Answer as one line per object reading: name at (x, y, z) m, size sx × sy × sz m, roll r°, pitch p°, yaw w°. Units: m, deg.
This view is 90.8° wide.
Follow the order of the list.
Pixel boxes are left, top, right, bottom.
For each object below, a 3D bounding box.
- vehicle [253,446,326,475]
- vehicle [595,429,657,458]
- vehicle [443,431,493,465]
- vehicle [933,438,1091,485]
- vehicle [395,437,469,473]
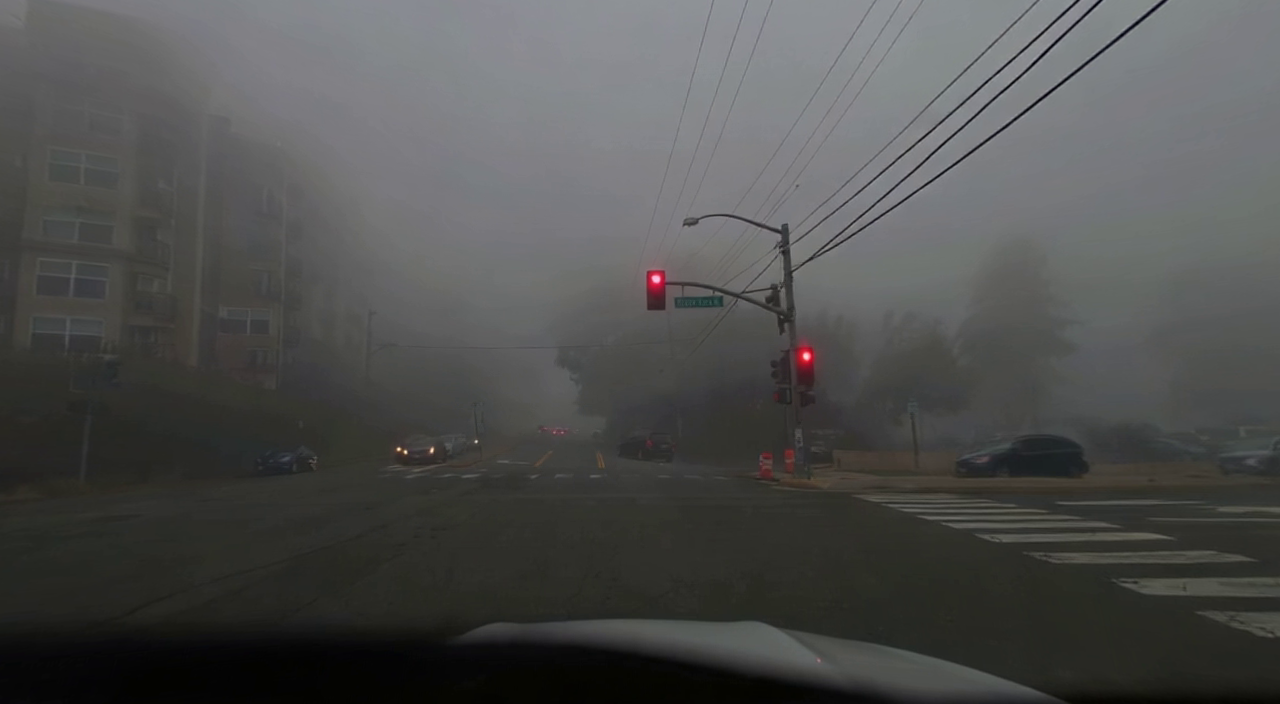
vehicle at (-21.060, 6.513, 38.137) m, size 1.981 × 1.628 × 4.336 m, roll 0°, pitch -9°, yaw -1°
vehicle at (-0.940, 5.642, 38.792) m, size 1.993 × 1.664 × 4.424 m, roll 5°, pitch -10°, yaw -28°
vehicle at (-9.787, 5.507, 36.205) m, size 1.910 × 1.818 × 4.057 m, roll 0°, pitch -9°, yaw -3°
vehicle at (13.728, 4.036, 23.475) m, size 4.790 × 1.571 × 2.073 m, roll -6°, pitch -11°, yaw 34°
vehicle at (-9.701, 4.831, 29.798) m, size 2.116 × 1.521 × 4.294 m, roll 0°, pitch -9°, yaw -2°
